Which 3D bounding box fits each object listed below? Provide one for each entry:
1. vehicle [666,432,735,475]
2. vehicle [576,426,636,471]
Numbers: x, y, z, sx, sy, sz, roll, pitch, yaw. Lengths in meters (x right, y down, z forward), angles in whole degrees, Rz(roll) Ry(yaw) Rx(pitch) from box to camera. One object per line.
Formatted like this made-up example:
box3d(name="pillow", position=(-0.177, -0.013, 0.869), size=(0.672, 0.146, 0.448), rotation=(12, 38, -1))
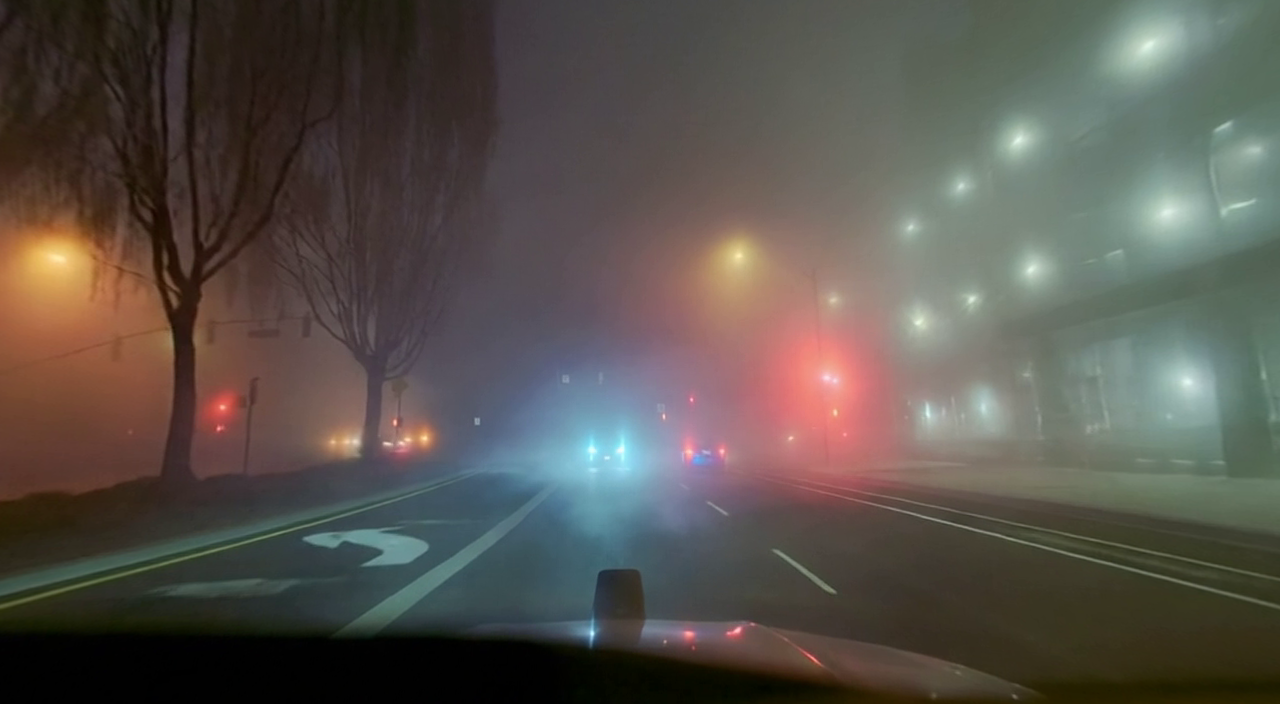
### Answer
box3d(name="vehicle", position=(2.229, 3.900, 24.476), size=(1.918, 1.479, 4.468), rotation=(1, -9, -4))
box3d(name="vehicle", position=(-1.506, 4.020, 26.379), size=(2.317, 1.713, 4.231), rotation=(1, -9, -6))
